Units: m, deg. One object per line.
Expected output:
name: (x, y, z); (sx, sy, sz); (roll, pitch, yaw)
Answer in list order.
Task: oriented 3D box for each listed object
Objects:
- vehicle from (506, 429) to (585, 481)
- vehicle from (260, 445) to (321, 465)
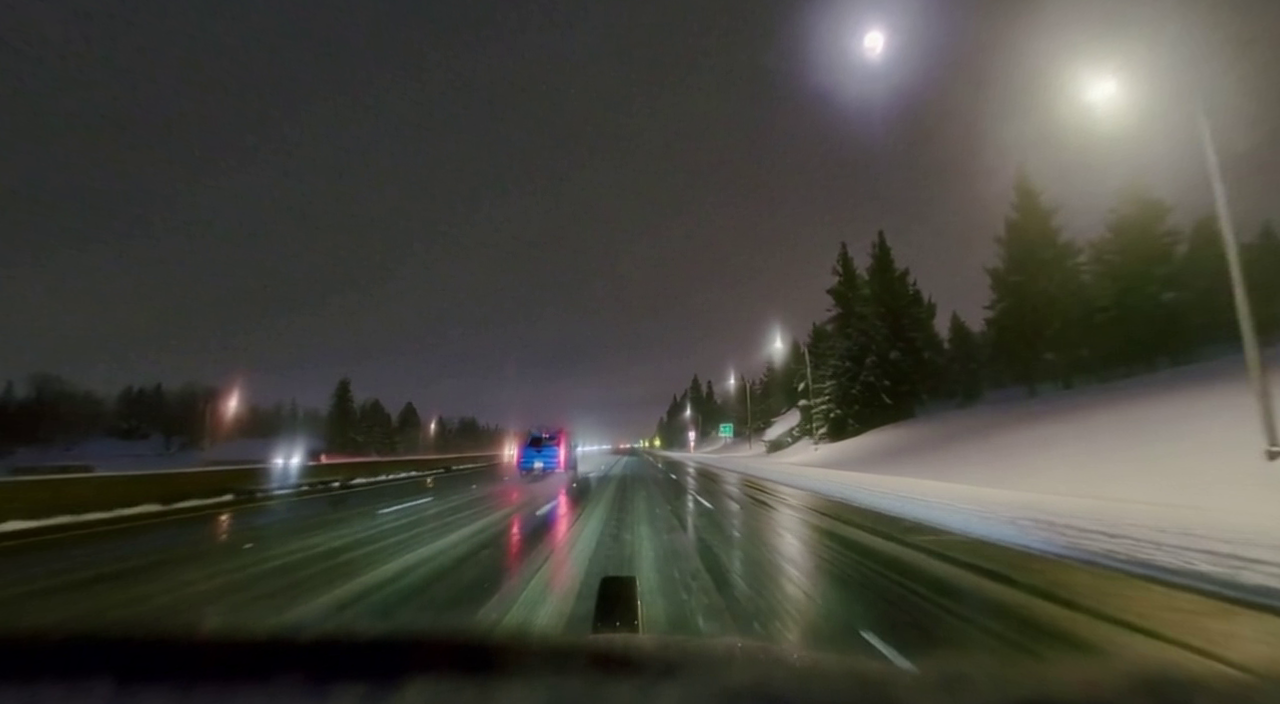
vehicle: (-3.983, 4.487, 27.850); (2.529, 2.003, 5.904); (0, -8, 0)
vehicle: (-25.851, 7.607, 46.907); (1.892, 1.436, 4.559); (0, -8, 0)
